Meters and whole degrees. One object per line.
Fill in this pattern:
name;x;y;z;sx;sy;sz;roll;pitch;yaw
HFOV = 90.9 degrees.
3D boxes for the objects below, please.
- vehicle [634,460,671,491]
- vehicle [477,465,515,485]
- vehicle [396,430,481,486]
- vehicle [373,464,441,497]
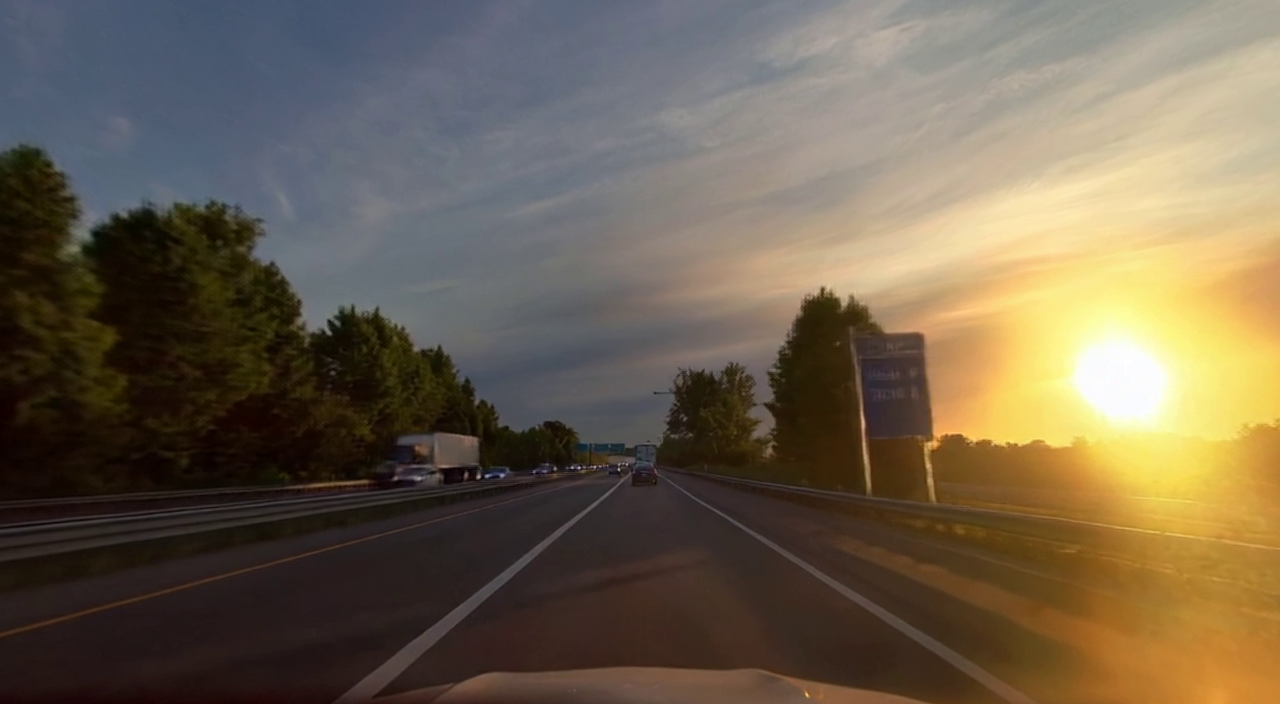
vehicle;0.698;7.282;37.261;2.048;1.663;4.377;1;-10;0
vehicle;-10.966;9.444;48.331;1.829;1.432;4.294;1;-10;1
vehicle;-15.563;8.441;49.736;3.015;3.895;10.076;0;-10;2
vehicle;-11.124;6.143;30.290;1.787;1.428;3.643;1;-10;1
